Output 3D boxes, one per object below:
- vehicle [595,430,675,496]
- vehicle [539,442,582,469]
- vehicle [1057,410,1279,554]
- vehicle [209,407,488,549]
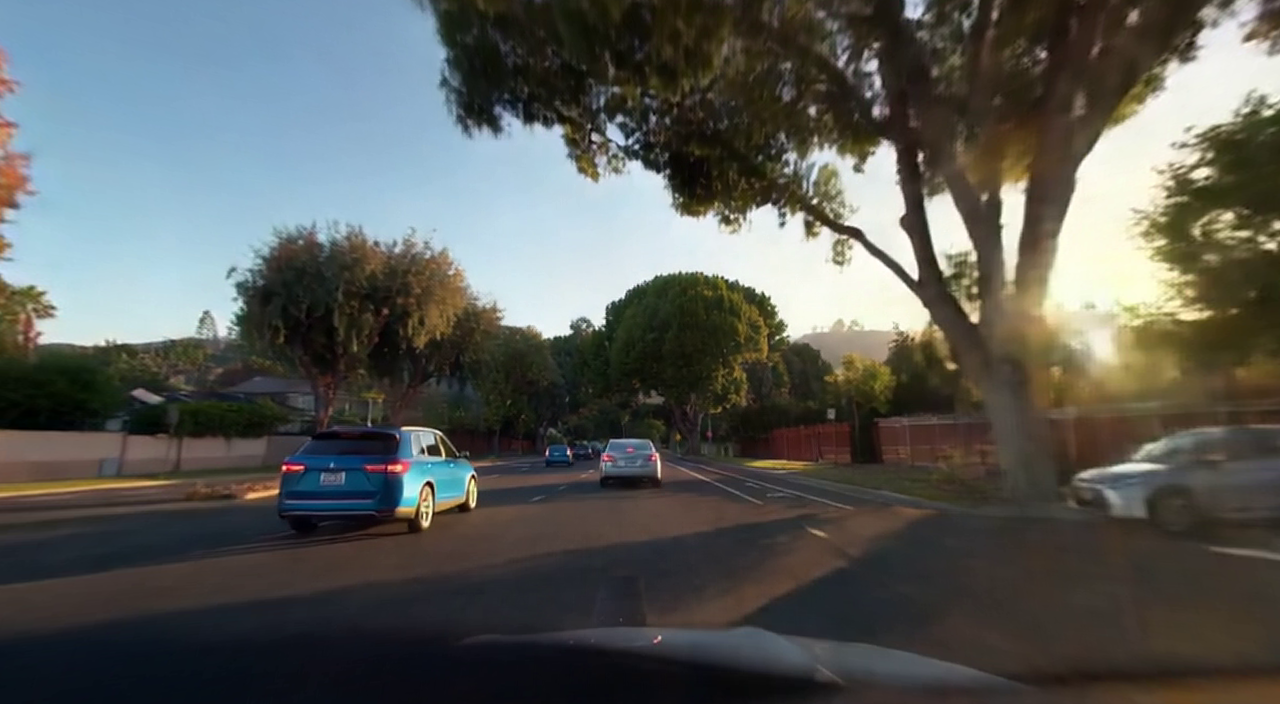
[{"bbox_3d":[-0.179,3.300,19.164,2.131,1.761,4.242,0,-8,-1],"label":"vehicle"},{"bbox_3d":[-4.681,6.173,37.833,2.014,1.493,4.658,0,-8,-1],"label":"vehicle"},{"bbox_3d":[8.781,1.734,8.783,4.497,1.743,1.983,0,-8,0],"label":"vehicle"},{"bbox_3d":[-4.135,1.888,10.109,2.243,1.722,4.621,0,-8,0],"label":"vehicle"}]
